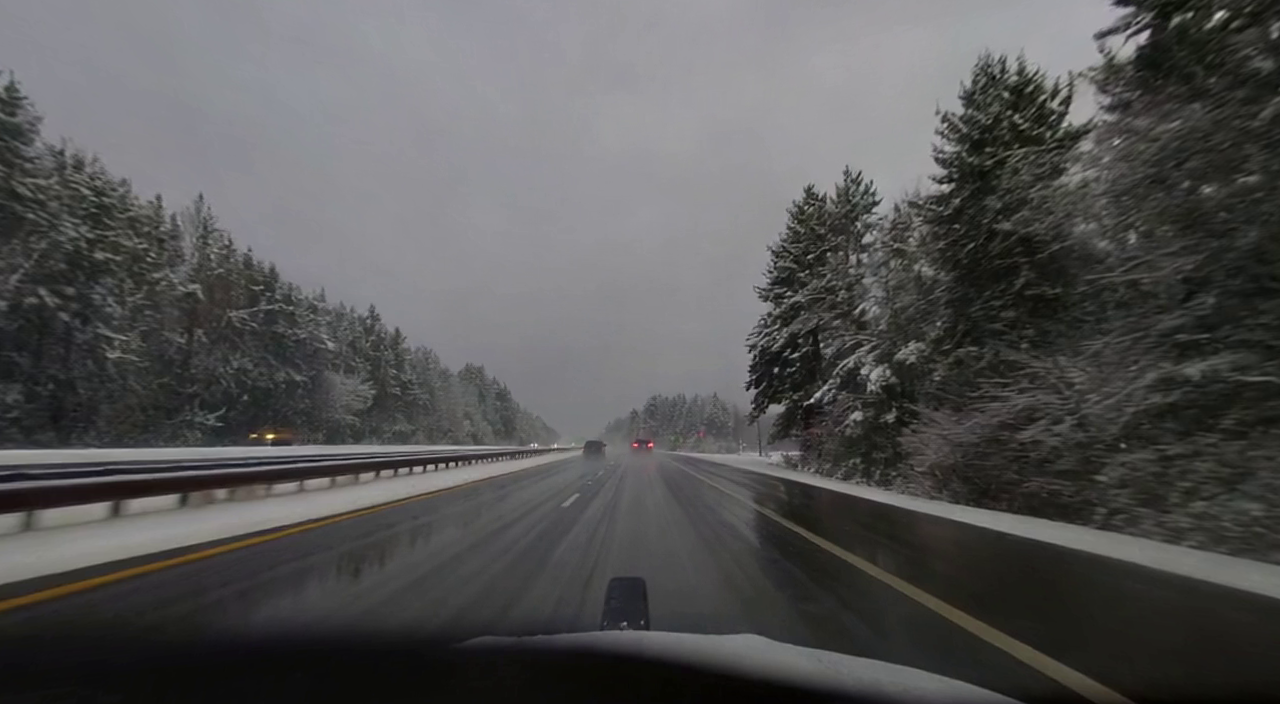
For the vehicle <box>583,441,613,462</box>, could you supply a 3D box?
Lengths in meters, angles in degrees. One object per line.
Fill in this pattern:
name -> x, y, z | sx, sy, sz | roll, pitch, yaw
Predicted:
vehicle -> -3.141, 7.509, 47.425 | 2.057, 1.514, 3.845 | 0, -8, -1
